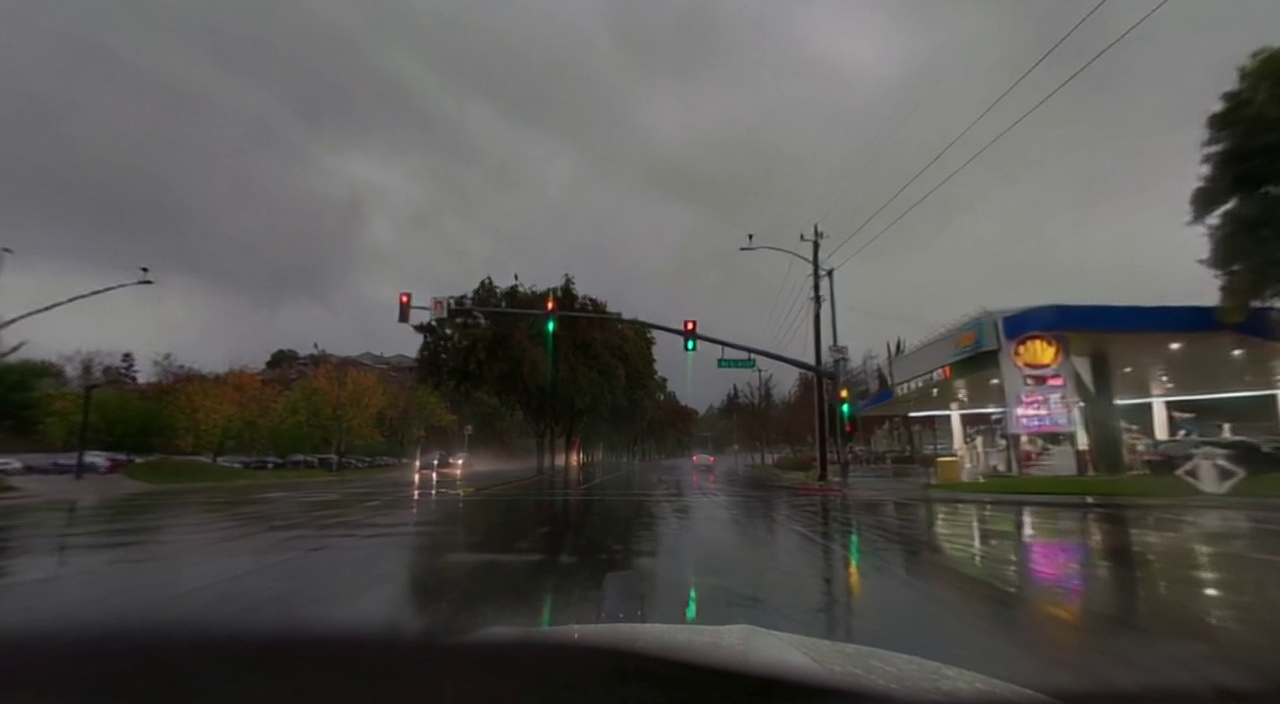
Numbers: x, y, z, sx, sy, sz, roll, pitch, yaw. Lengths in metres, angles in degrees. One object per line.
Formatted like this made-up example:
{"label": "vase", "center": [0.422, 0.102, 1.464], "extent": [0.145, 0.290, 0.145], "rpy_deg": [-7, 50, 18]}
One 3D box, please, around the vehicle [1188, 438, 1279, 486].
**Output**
{"label": "vehicle", "center": [25.379, 4.632, 26.894], "extent": [4.799, 1.850, 2.174], "rpy_deg": [8, -12, -39]}

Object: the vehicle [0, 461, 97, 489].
{"label": "vehicle", "center": [-32.646, 6.714, 34.559], "extent": [4.026, 1.453, 1.898], "rpy_deg": [0, -9, 1]}

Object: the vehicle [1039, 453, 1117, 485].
{"label": "vehicle", "center": [22.004, 5.827, 31.655], "extent": [4.329, 1.461, 1.873], "rpy_deg": [7, -11, -38]}

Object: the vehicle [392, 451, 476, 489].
{"label": "vehicle", "center": [-9.054, 5.205, 28.233], "extent": [2.023, 1.498, 4.605], "rpy_deg": [0, -9, 3]}

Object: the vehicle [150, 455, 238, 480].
{"label": "vehicle", "center": [-32.139, 8.303, 45.619], "extent": [4.820, 1.694, 2.101], "rpy_deg": [-1, -9, 5]}

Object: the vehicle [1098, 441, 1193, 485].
{"label": "vehicle", "center": [23.395, 5.090, 29.162], "extent": [4.920, 1.864, 2.027], "rpy_deg": [7, -11, -36]}

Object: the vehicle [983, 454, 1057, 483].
{"label": "vehicle", "center": [20.185, 6.201, 33.475], "extent": [4.553, 1.371, 2.019], "rpy_deg": [10, -16, -42]}

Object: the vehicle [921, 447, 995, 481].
{"label": "vehicle", "center": [17.867, 6.247, 35.407], "extent": [4.601, 1.766, 2.015], "rpy_deg": [8, -14, -42]}

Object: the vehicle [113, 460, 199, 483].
{"label": "vehicle", "center": [-32.568, 8.036, 42.568], "extent": [4.233, 1.434, 1.961], "rpy_deg": [0, -9, 4]}

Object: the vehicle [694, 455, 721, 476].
{"label": "vehicle", "center": [5.177, 8.746, 48.821], "extent": [1.908, 1.492, 3.977], "rpy_deg": [0, -9, 3]}
